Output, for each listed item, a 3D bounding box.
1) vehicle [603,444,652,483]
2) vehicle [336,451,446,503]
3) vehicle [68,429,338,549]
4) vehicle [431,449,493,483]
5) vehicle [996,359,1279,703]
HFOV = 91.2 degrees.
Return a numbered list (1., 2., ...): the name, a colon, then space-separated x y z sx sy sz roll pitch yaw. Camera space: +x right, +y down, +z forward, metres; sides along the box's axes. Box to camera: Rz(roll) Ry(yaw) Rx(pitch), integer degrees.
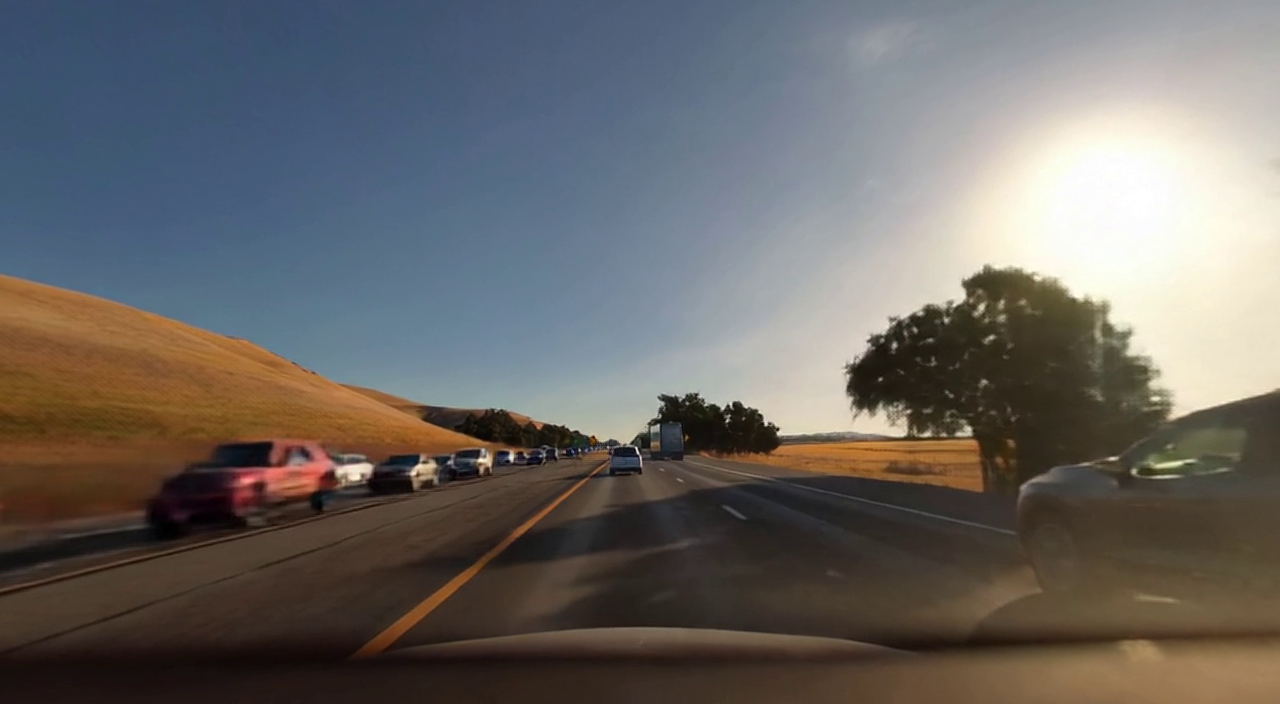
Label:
1. vehicle: -0.535 4.750 27.045 1.971 1.518 4.108 0 -9 -1
2. vehicle: -7.992 4.034 20.634 1.917 1.483 4.289 0 -9 -1
3. vehicle: -7.806 2.457 11.908 2.019 1.809 4.361 0 -9 -1
4. vehicle: -9.024 5.792 32.167 1.970 1.549 4.299 0 -9 0
5. vehicle: 3.997 0.877 2.930 2.077 1.673 4.267 0 -9 -1
